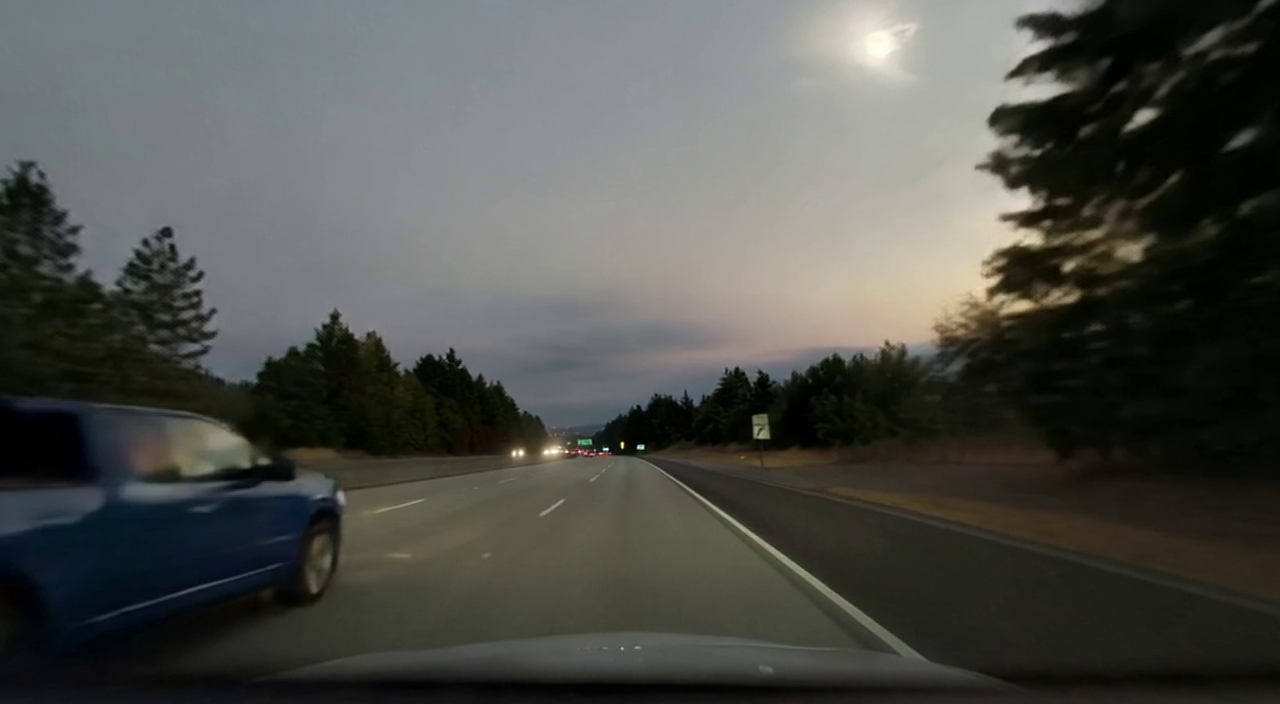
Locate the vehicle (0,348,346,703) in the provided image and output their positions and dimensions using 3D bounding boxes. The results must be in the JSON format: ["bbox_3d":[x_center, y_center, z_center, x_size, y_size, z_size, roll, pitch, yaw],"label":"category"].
[{"bbox_3d":[-3.483,0.880,2.563,2.279,1.683,4.726,0,-9,0],"label":"vehicle"}]
